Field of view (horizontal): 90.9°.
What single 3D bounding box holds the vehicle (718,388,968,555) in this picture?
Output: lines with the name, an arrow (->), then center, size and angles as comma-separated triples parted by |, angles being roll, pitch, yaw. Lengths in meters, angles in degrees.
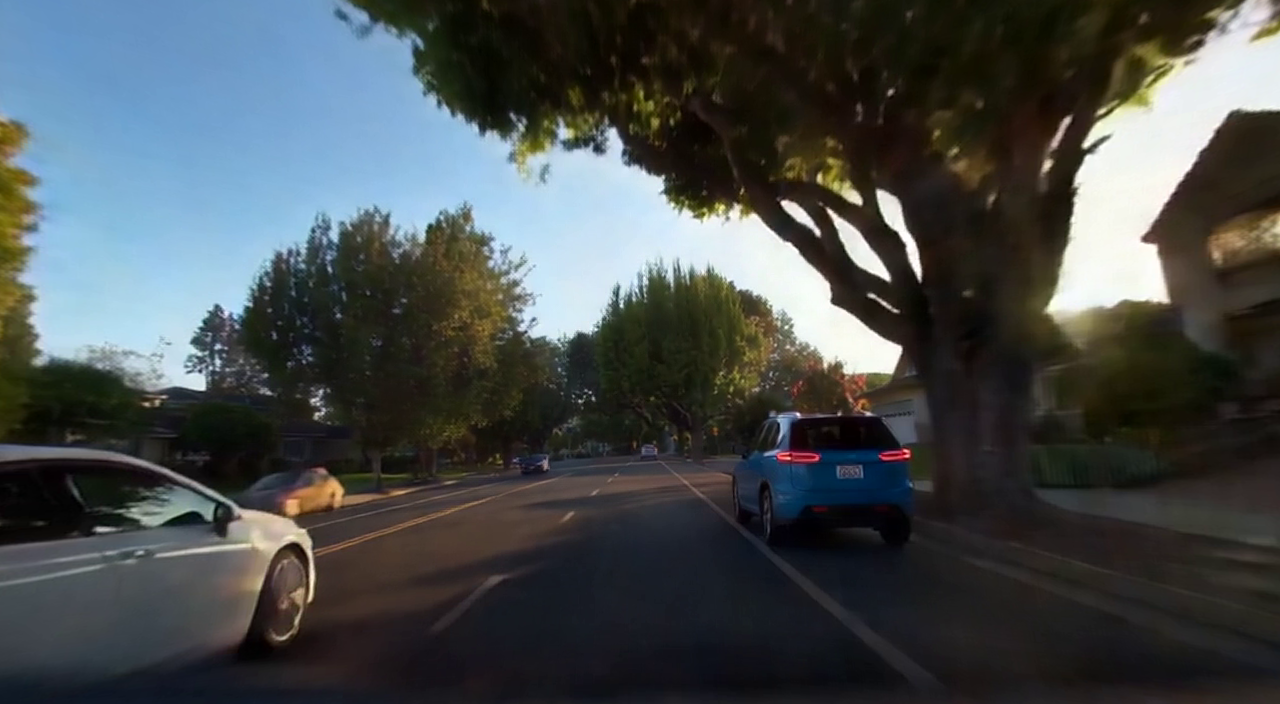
vehicle -> 2.881, 1.898, 10.727 | 2.338, 2.063, 5.592 | 0, -8, 0

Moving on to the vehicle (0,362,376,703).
vehicle -> -3.195, 0.968, 2.747 | 2.058, 1.659, 4.514 | -1, -8, 1

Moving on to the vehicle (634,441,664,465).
vehicle -> 0.682, 7.760, 48.503 | 2.138, 1.729, 4.178 | -1, -8, 1
